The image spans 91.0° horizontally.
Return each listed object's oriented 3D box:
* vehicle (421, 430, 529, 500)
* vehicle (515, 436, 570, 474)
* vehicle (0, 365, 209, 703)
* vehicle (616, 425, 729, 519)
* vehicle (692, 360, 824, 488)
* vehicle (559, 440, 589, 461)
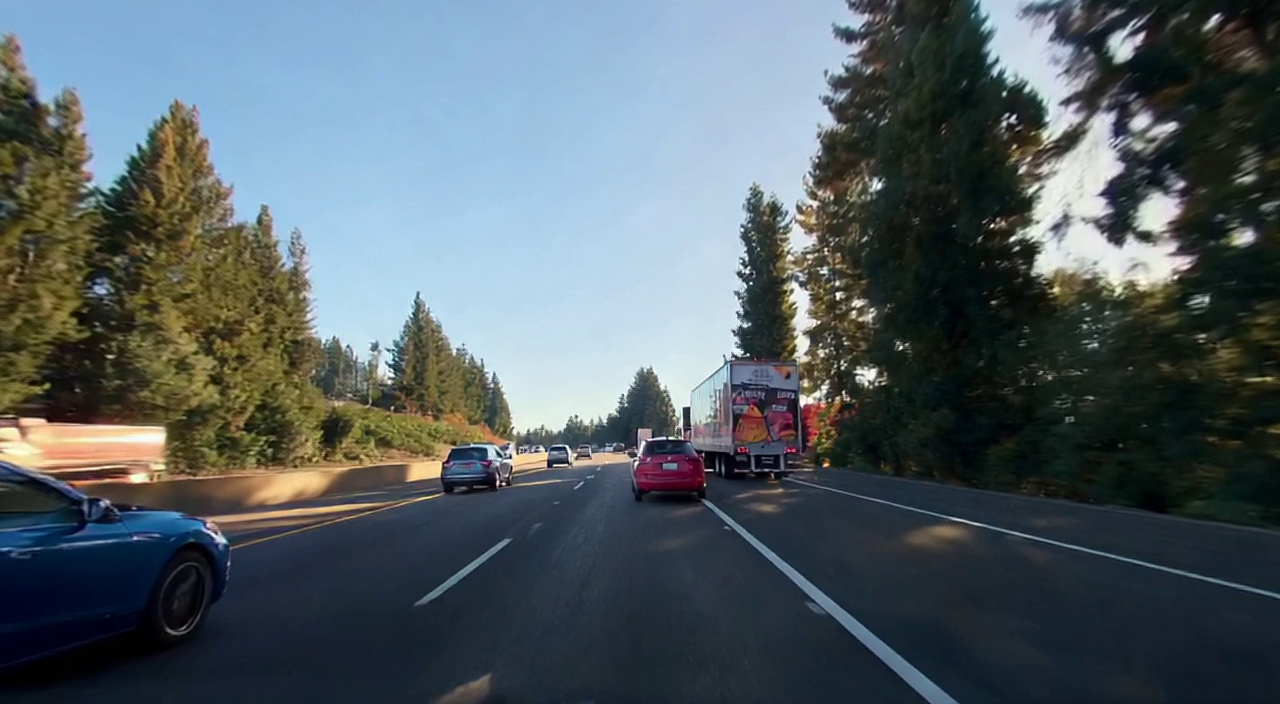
[{"bbox_3d":[-4.296,2.987,17.037,1.905,1.642,3.803,0,-8,0],"label":"vehicle"},{"bbox_3d":[-4.694,5.013,30.896,2.014,1.683,4.275,0,-8,-1],"label":"vehicle"},{"bbox_3d":[-4.048,0.781,2.156,1.983,1.666,4.452,0,-8,0],"label":"vehicle"},{"bbox_3d":[0.585,2.408,13.106,2.017,1.662,3.543,0,-8,0],"label":"vehicle"},{"bbox_3d":[4.339,3.294,27.271,2.828,4.081,14.220,0,-8,-1],"label":"vehicle"},{"bbox_3d":[-5.103,7.660,48.979,1.950,1.535,4.237,0,-8,-1],"label":"vehicle"}]
